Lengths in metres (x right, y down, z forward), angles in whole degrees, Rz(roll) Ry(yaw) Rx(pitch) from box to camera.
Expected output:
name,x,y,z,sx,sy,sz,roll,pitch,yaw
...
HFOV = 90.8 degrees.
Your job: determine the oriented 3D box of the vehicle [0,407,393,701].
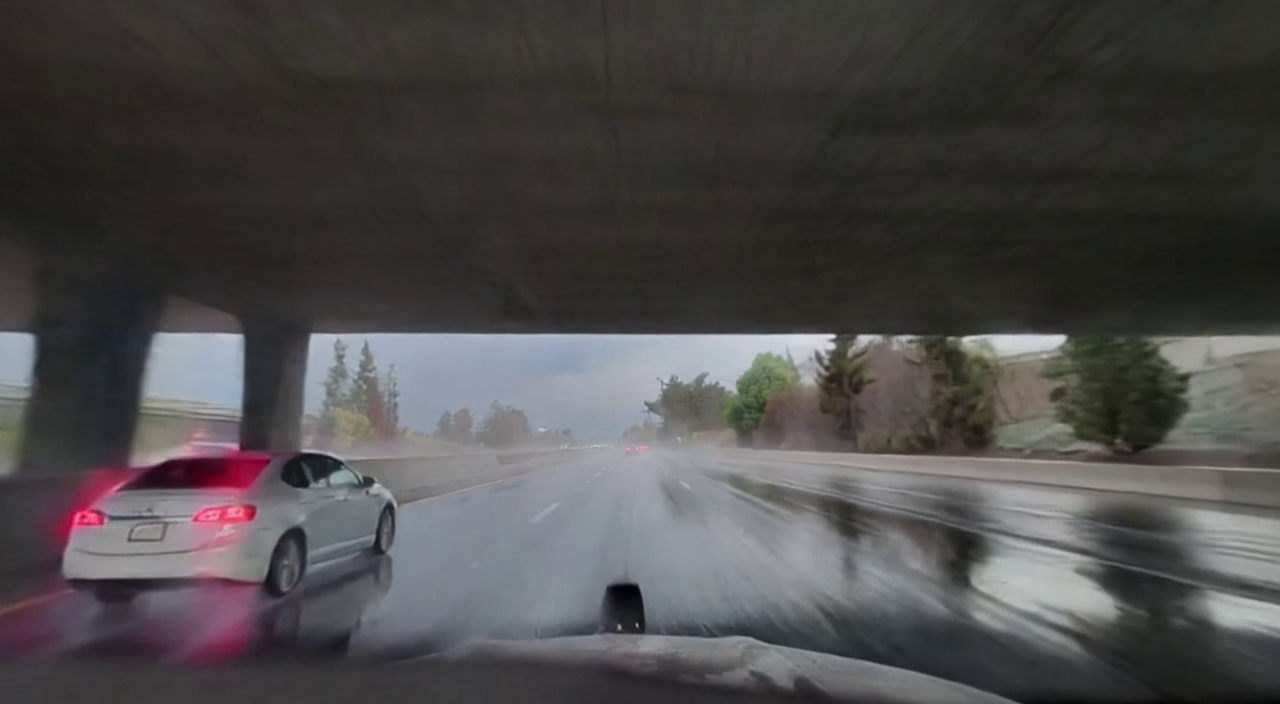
name,x,y,z,sx,sy,sz,roll,pitch,yaw
vehicle,-4.075,1.404,5.556,2.050,1.547,4.266,0,-9,0
